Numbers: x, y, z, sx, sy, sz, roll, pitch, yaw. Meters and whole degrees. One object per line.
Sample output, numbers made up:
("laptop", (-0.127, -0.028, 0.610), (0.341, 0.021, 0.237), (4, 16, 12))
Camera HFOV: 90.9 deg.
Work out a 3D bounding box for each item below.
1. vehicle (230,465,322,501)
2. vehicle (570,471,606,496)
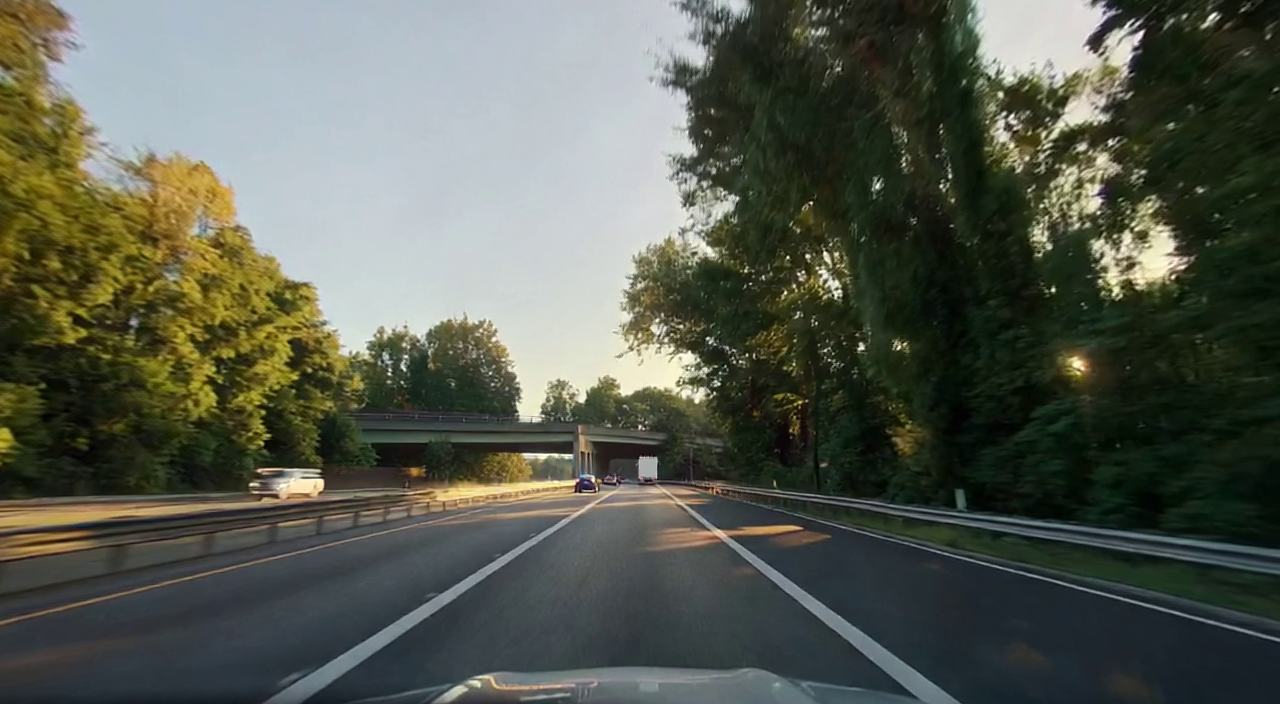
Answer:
("vehicle", (-20.311, 7.325, 35.495), (2.022, 1.820, 5.060), (1, -11, 1))
("vehicle", (-3.406, 8.757, 42.175), (1.976, 1.514, 3.917), (1, -11, 1))
